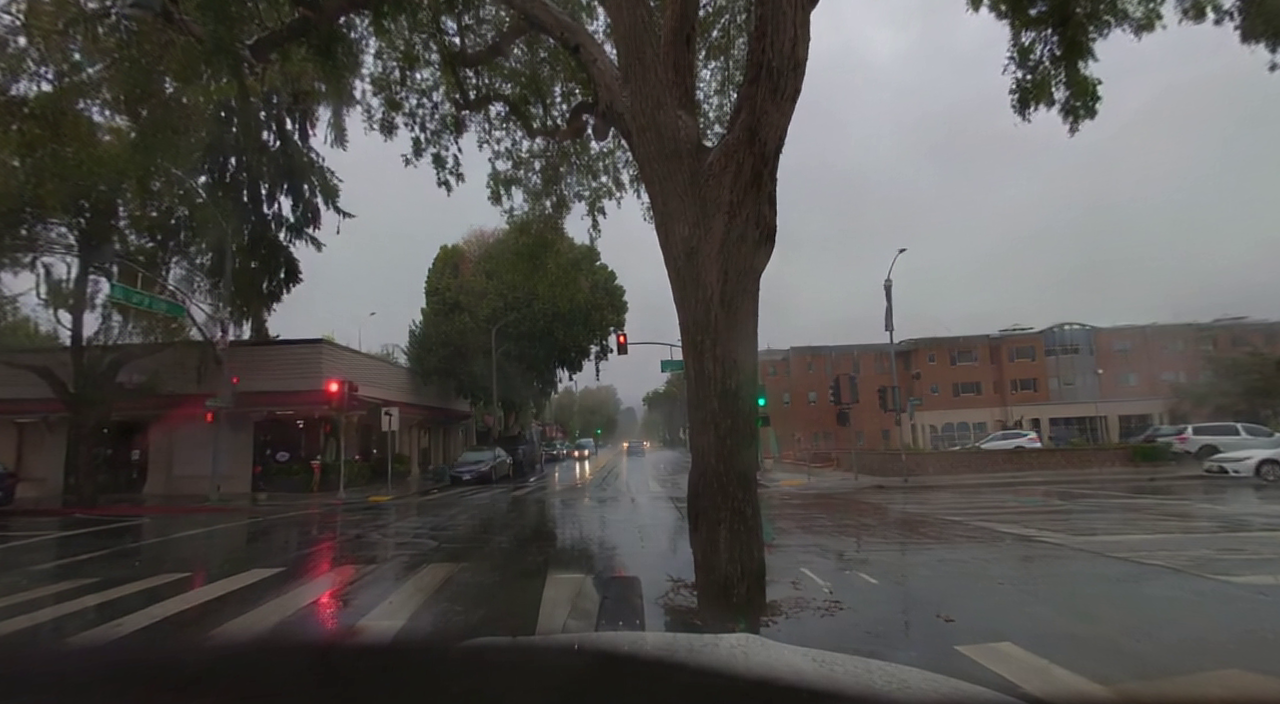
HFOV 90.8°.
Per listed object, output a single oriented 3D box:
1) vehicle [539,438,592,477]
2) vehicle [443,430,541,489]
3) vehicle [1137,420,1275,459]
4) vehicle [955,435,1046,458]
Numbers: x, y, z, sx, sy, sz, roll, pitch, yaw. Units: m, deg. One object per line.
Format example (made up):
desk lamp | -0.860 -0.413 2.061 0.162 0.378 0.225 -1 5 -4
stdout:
vehicle | -3.650 5.277 31.898 2.120 1.783 4.788 0 -9 -1
vehicle | -6.505 4.841 28.982 2.896 2.339 7.322 0 -9 -1
vehicle | 33.251 5.162 37.245 5.969 2.149 2.331 0 -9 -3
vehicle | 24.968 6.557 43.848 5.172 1.515 1.851 0 -9 -2
